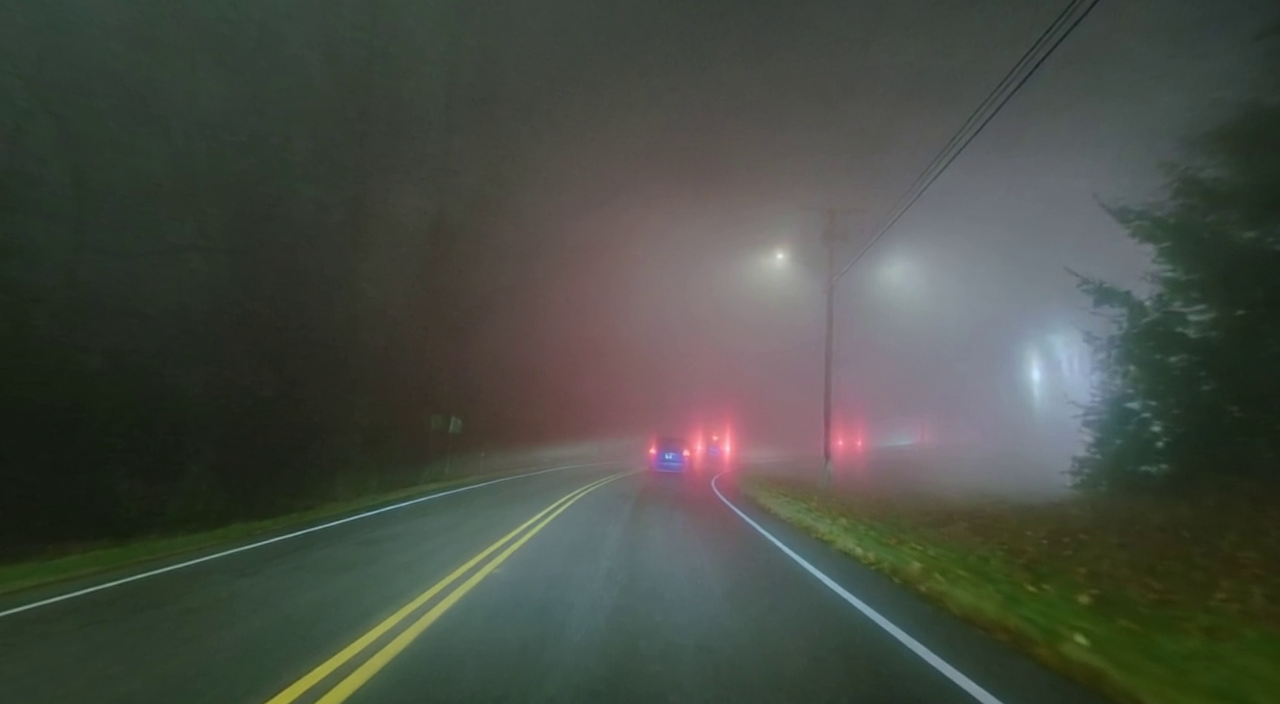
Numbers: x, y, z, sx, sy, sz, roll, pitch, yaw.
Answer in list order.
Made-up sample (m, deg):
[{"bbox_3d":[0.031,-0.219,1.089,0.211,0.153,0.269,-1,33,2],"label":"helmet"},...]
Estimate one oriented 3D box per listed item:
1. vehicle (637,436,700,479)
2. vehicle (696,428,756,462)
[{"bbox_3d":[1.254,4.307,25.989,2.157,1.565,4.243,-1,-8,8],"label":"vehicle"},{"bbox_3d":[5.939,6.320,42.741,2.376,2.145,5.953,-4,-9,24],"label":"vehicle"}]
